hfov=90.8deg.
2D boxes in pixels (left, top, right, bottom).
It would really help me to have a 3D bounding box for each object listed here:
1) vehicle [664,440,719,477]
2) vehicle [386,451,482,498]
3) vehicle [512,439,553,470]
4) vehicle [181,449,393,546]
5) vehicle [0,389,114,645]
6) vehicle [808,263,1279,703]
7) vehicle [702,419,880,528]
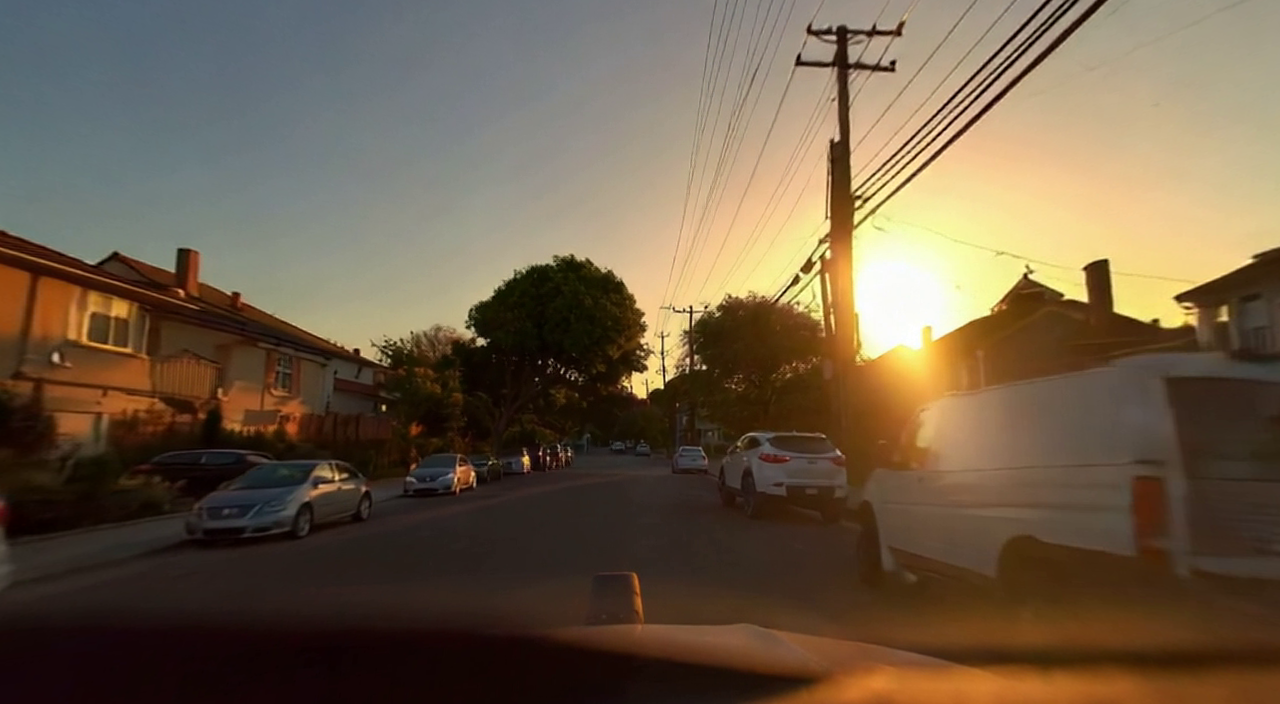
[{"bbox_3d":[2.757,5.888,35.410,2.365,1.874,5.669,0,-8,-2],"label":"vehicle"},{"bbox_3d":[-6.795,4.056,21.328,1.958,1.359,4.357,0,-8,-3],"label":"vehicle"},{"bbox_3d":[-7.337,7.043,43.600,2.183,1.972,4.817,0,-8,-2],"label":"vehicle"},{"bbox_3d":[-6.597,2.704,12.554,1.866,1.474,4.753,0,-8,-6],"label":"vehicle"},{"bbox_3d":[-5.926,1.068,3.408,2.059,1.969,4.925,0,-8,-3],"label":"vehicle"},{"bbox_3d":[3.153,1.033,5.123,2.295,2.279,4.578,0,-8,0],"label":"vehicle"},{"bbox_3d":[3.009,2.586,14.193,2.427,1.947,5.329,0,-8,-3],"label":"vehicle"}]
